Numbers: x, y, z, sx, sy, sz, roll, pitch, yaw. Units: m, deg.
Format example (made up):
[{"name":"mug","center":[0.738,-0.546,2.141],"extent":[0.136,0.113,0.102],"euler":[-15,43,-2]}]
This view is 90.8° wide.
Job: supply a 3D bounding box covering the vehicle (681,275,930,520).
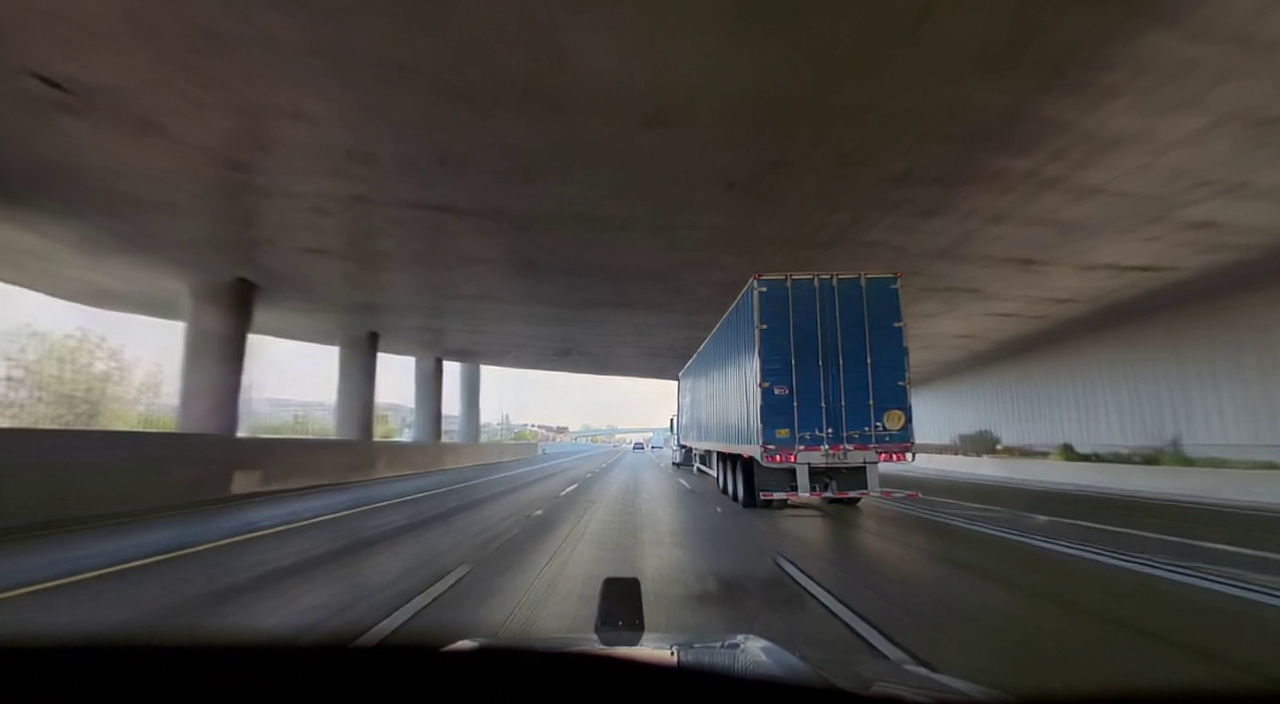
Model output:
[{"name":"vehicle","center":[3.281,1.959,18.879],"extent":[2.743,4.160,16.408],"euler":[0,-9,-1]}]
